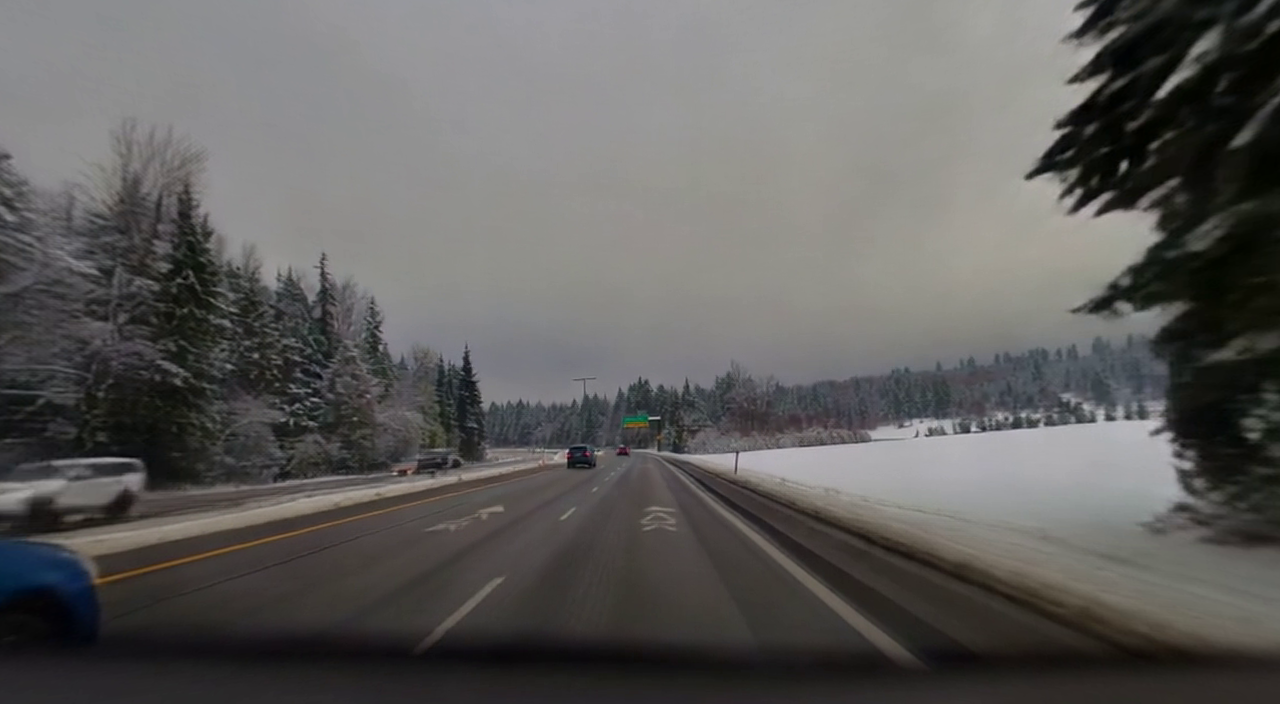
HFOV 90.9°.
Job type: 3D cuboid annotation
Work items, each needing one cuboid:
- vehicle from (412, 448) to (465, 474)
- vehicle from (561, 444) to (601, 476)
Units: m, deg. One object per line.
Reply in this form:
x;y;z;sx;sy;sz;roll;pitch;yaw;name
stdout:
-12.754;6.903;40.105;1.937;1.523;4.070;-1;-9;1;vehicle
-3.051;5.661;33.193;1.675;1.537;3.574;-1;-9;1;vehicle
